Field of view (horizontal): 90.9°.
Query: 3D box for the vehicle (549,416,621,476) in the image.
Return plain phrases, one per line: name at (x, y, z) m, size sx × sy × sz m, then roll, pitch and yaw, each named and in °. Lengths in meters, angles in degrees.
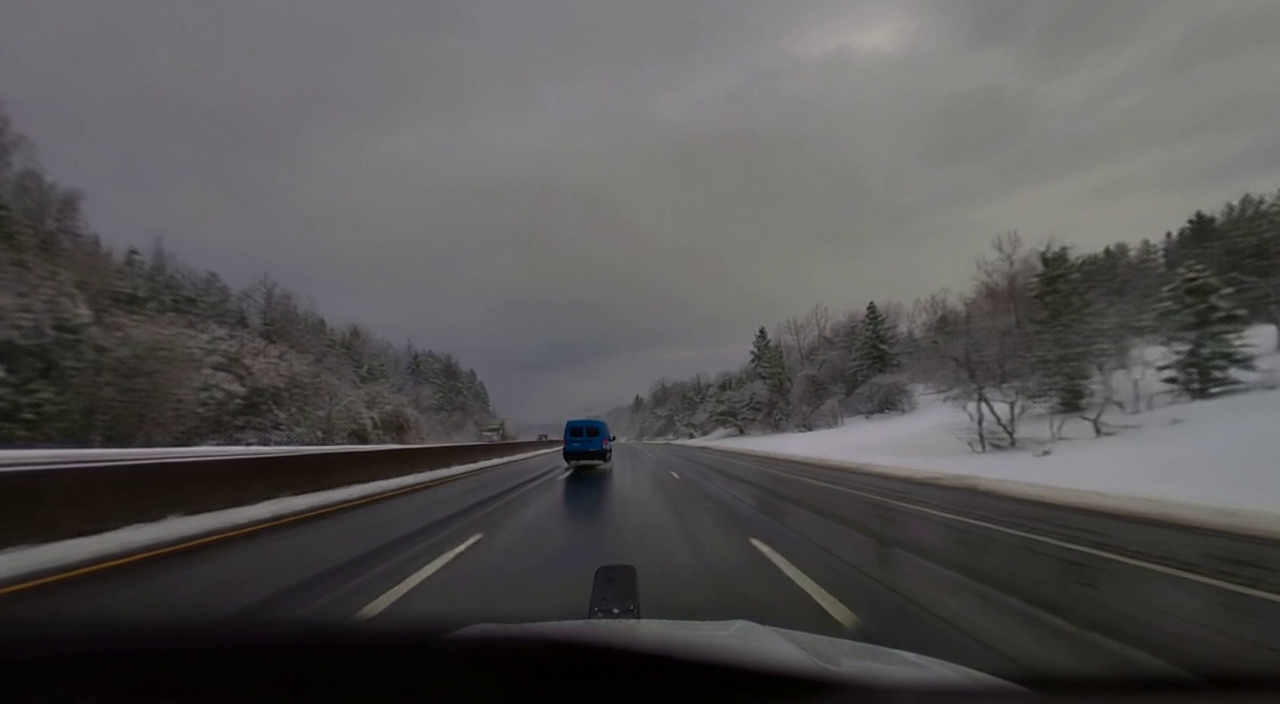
vehicle at (-1.939, 3.530, 23.934) m, size 2.297 × 2.011 × 4.736 m, roll 0°, pitch -8°, yaw 0°
